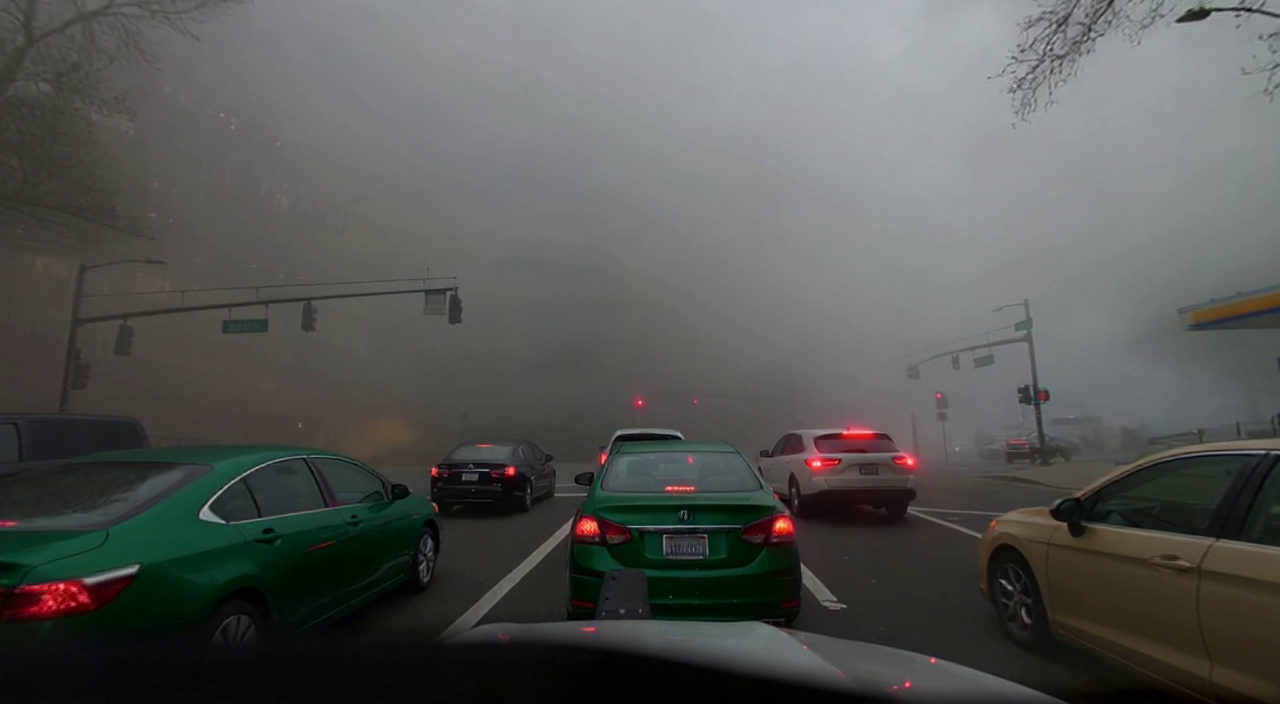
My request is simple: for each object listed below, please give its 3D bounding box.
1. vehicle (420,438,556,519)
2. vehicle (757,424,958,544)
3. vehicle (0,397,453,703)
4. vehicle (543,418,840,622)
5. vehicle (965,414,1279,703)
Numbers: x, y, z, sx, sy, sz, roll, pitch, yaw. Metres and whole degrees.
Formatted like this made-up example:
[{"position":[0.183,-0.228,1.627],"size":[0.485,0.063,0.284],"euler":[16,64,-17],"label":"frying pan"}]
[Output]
[{"position":[-3.070,2.643,13.701],"size":[1.867,1.474,4.237],"euler":[0,-9,1],"label":"vehicle"},{"position":[3.377,2.126,10.790],"size":[1.947,1.630,4.127],"euler":[0,-9,0],"label":"vehicle"},{"position":[-3.005,1.249,4.625],"size":[1.887,1.493,4.255],"euler":[0,-9,1],"label":"vehicle"},{"position":[0.328,1.584,6.946],"size":[2.220,1.507,4.317],"euler":[0,-9,-2],"label":"vehicle"},{"position":[4.180,1.135,3.612],"size":[1.950,1.497,4.686],"euler":[0,-9,-3],"label":"vehicle"}]
